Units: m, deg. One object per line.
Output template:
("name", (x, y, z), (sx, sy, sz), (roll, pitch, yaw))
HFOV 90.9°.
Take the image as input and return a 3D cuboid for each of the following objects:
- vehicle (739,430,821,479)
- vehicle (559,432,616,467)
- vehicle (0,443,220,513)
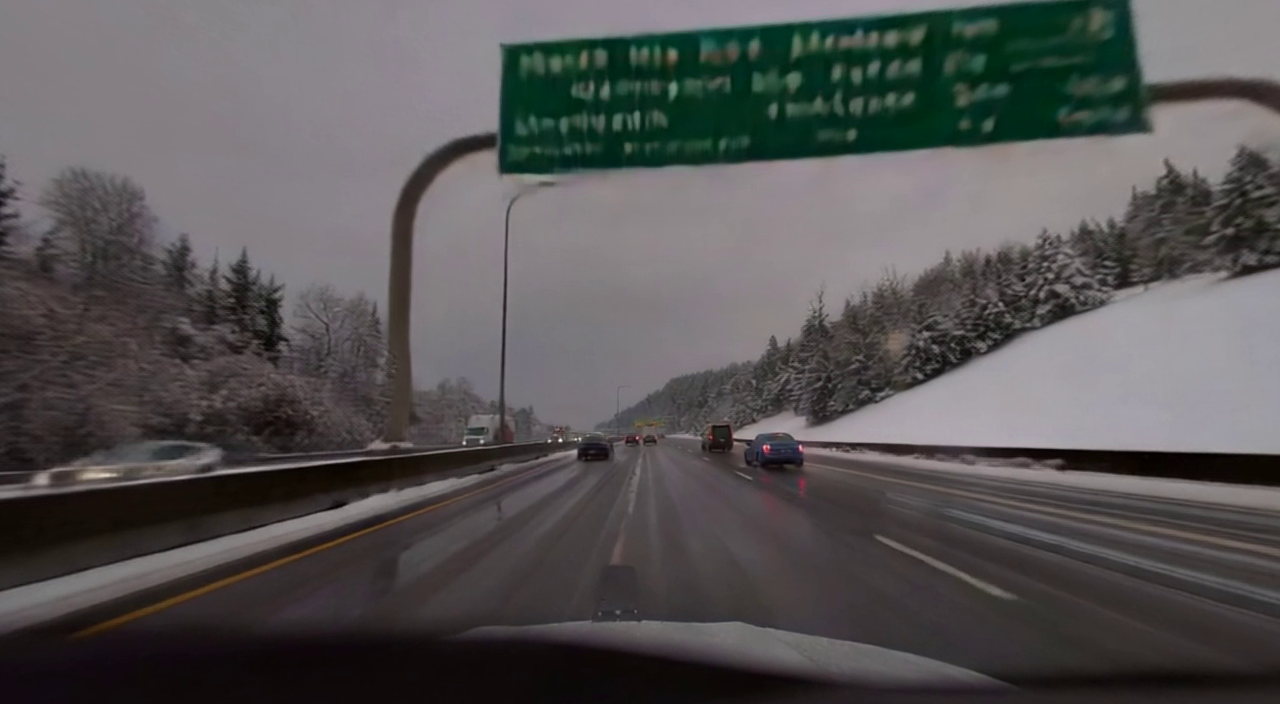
("vehicle", (4.572, 3.373, 21.076), (1.806, 1.469, 3.681), (0, -8, -1))
("vehicle", (-2.288, 4.413, 28.816), (2.204, 1.486, 4.121), (0, -8, 1))
("vehicle", (-13.834, 3.215, 16.761), (2.087, 1.553, 4.617), (0, -8, 0))
